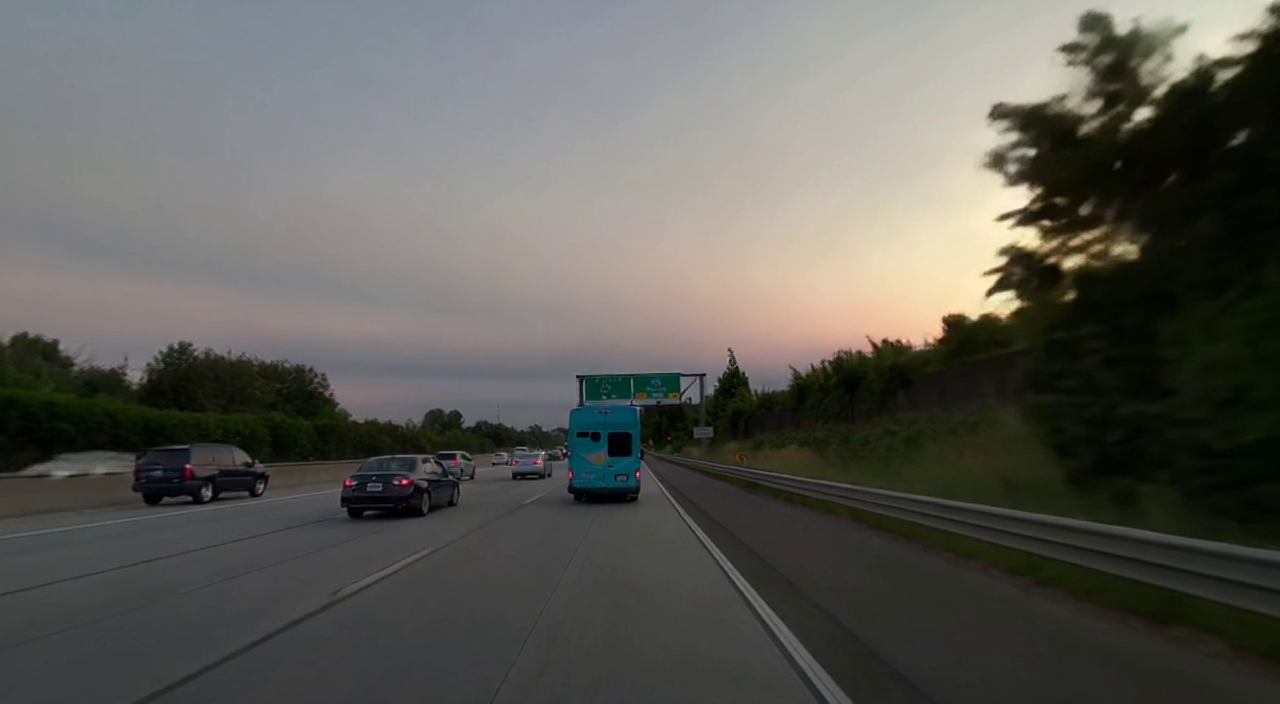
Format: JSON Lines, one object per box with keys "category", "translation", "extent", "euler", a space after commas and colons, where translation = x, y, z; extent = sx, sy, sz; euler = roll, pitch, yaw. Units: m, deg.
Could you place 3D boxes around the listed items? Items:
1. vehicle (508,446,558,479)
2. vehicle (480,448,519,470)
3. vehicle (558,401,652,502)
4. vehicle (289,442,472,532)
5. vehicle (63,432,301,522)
{"category": "vehicle", "translation": [-5.188, 5.391, 30.850], "extent": [1.872, 1.480, 3.545], "euler": [0, -9, -1]}
{"category": "vehicle", "translation": [-10.090, 7.671, 45.300], "extent": [1.886, 1.462, 4.084], "euler": [0, -9, -1]}
{"category": "vehicle", "translation": [-0.953, 2.958, 18.800], "extent": [2.394, 2.556, 5.232], "euler": [0, -9, -1]}
{"category": "vehicle", "translation": [-4.777, 2.512, 12.309], "extent": [1.876, 1.438, 4.072], "euler": [0, -9, -1]}
{"category": "vehicle", "translation": [-9.608, 2.642, 13.763], "extent": [2.010, 1.621, 4.252], "euler": [0, -9, -1]}
